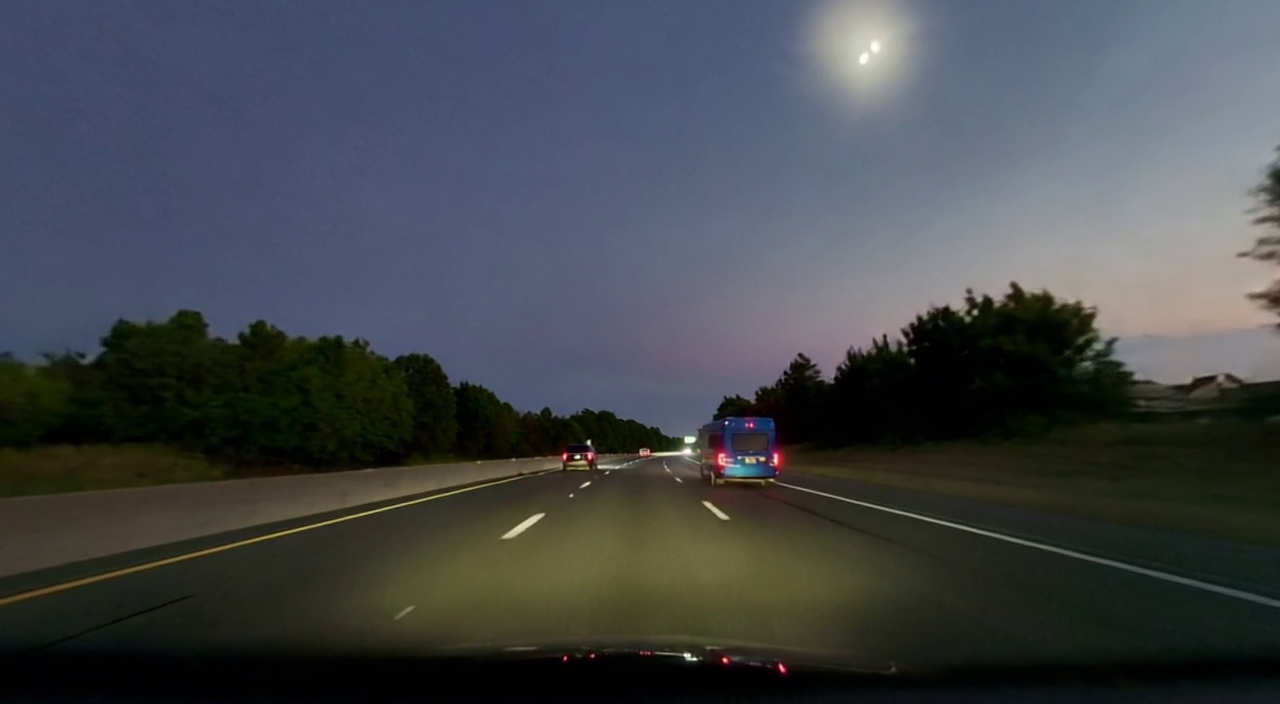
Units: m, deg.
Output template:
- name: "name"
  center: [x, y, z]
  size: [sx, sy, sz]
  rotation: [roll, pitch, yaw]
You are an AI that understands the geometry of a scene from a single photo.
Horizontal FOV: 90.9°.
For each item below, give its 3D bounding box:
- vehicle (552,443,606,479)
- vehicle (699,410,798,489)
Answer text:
- name: "vehicle"
  center: [-2.852, 5.246, 30.584]
  size: [2.020, 1.619, 4.690]
  rotation: [0, -9, 1]
- name: "vehicle"
  center: [3.974, 3.808, 24.589]
  size: [2.614, 2.655, 6.429]
  rotation: [0, -9, -1]
